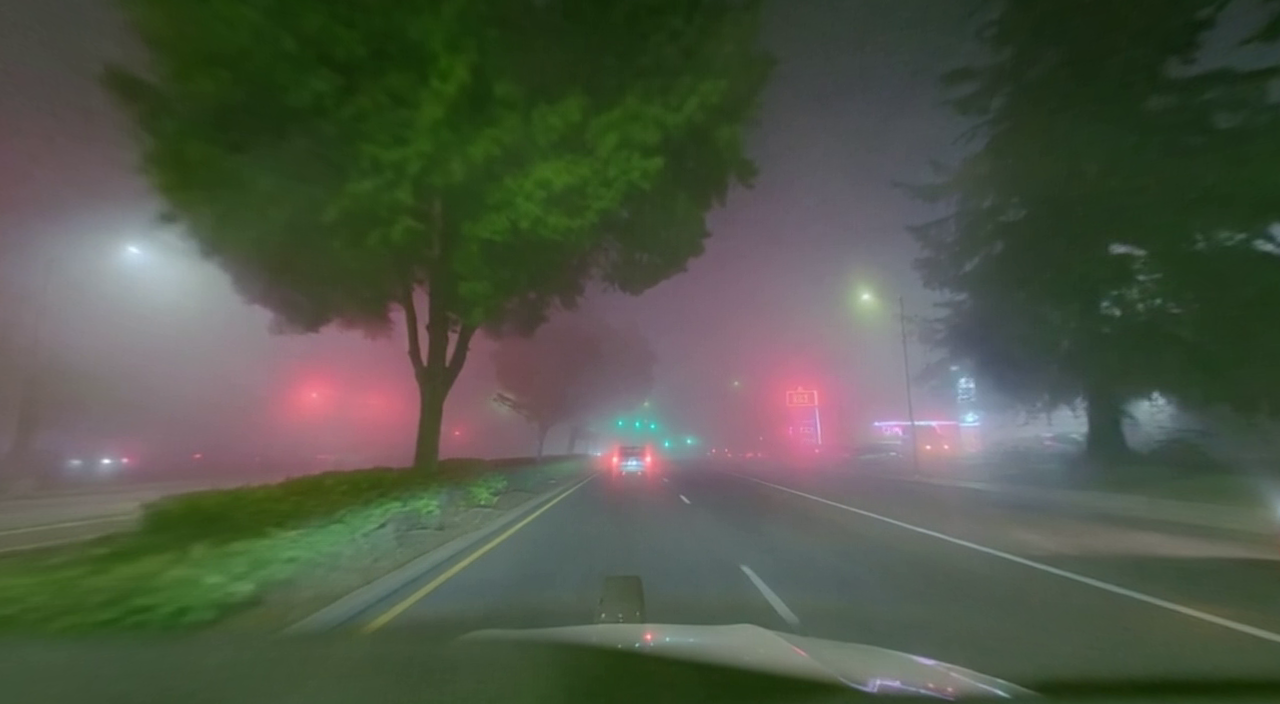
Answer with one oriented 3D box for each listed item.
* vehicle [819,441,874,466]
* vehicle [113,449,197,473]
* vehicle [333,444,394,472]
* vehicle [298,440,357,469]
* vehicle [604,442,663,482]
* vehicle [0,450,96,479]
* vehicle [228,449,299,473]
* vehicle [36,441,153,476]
[{"bbox_3d":[15.709,7.775,48.373,2.377,1.783,5.145,0,-8,-1],"label":"vehicle"},{"bbox_3d":[-32.909,7.356,42.912,4.303,1.464,1.799,8,-11,-42],"label":"vehicle"},{"bbox_3d":[-19.490,7.483,44.840,2.129,1.794,4.967,-2,-8,-1],"label":"vehicle"},{"bbox_3d":[-24.280,8.006,49.294,2.202,2.103,4.899,0,-9,-1],"label":"vehicle"},{"bbox_3d":[-0.277,4.383,25.435,2.185,1.473,3.925,0,-8,-1],"label":"vehicle"},{"bbox_3d":[-32.983,6.141,34.584,4.686,1.478,1.801,7,-11,-41],"label":"vehicle"},{"bbox_3d":[-24.173,6.991,40.753,1.915,1.460,4.717,0,-8,-4],"label":"vehicle"},{"bbox_3d":[-33.020,6.412,38.357,5.124,2.003,2.233,8,-11,-42],"label":"vehicle"}]
